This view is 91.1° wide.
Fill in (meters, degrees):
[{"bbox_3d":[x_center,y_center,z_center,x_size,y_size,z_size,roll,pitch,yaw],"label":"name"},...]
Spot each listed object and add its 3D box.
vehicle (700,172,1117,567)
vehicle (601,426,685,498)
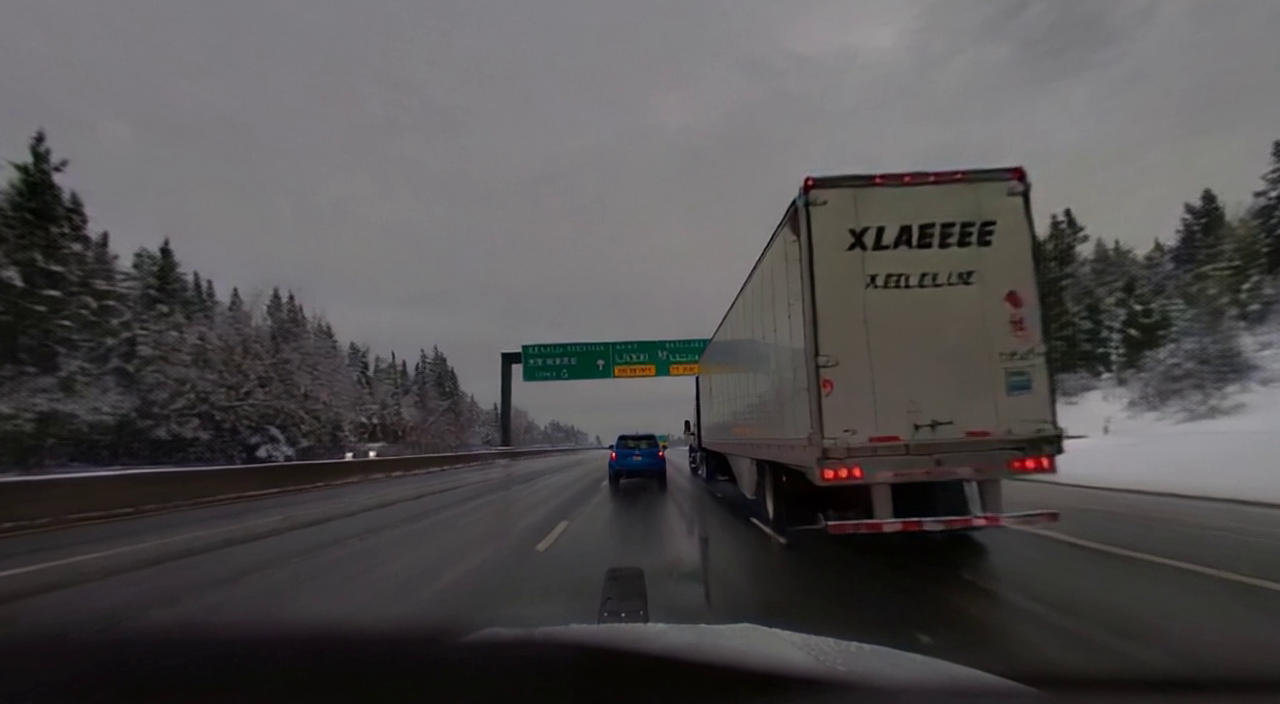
[{"bbox_3d":[3.453,1.250,14.414,2.909,4.135,15.820,-1,-8,1],"label":"vehicle"},{"bbox_3d":[0.073,3.013,17.567,2.054,1.706,4.201,-1,-8,0],"label":"vehicle"}]
